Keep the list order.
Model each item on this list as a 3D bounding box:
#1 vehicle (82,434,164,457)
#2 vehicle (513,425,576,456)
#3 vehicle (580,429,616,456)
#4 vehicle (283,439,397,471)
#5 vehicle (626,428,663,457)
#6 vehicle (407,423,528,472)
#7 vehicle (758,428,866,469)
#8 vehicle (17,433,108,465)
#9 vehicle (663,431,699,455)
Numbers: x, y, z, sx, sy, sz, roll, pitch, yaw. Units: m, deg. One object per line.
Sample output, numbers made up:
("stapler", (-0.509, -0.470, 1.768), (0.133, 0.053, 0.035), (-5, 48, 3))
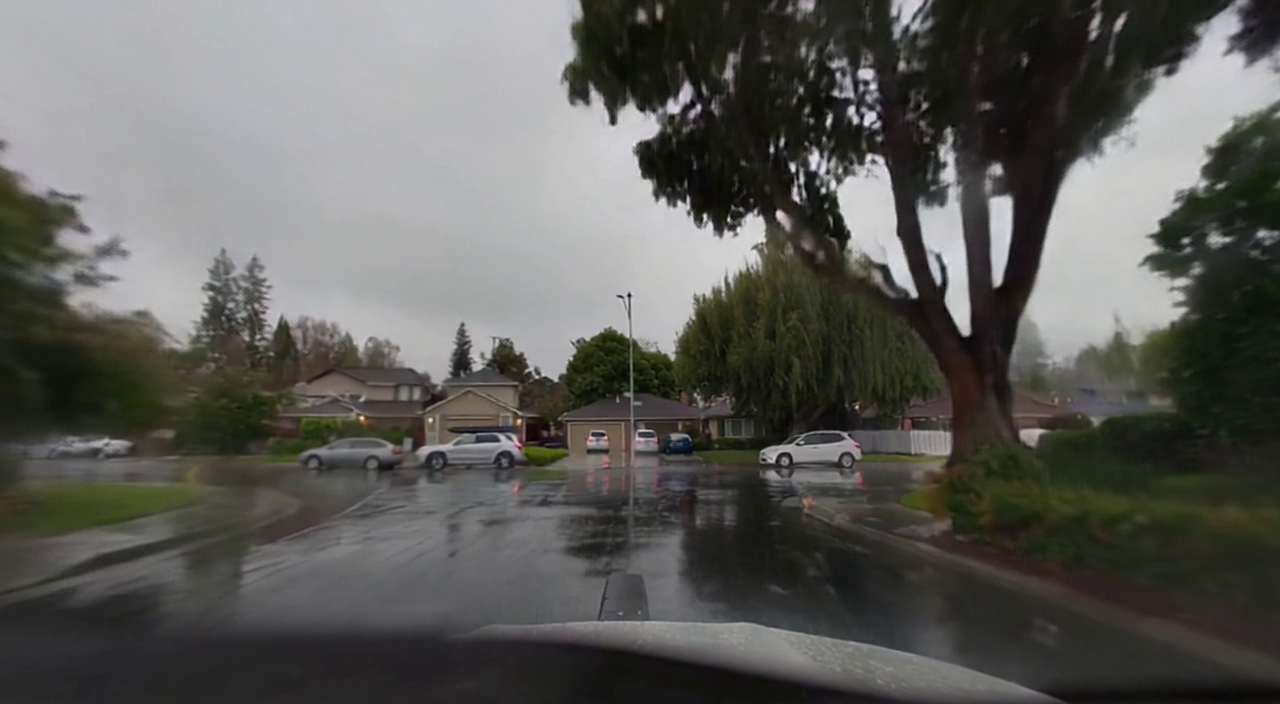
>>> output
("vehicle", (-35.743, 6.473, 43.828), (1.865, 1.499, 4.619), (0, -8, -1))
("vehicle", (-6.982, 6.438, 45.675), (2.307, 2.043, 5.475), (6, -10, -33))
("vehicle", (-3.218, 6.773, 47.301), (2.391, 1.894, 5.075), (1, -9, -7))
("vehicle", (-14.648, 5.045, 31.070), (4.650, 1.480, 1.782), (0, -9, -3))
("vehicle", (0.255, 6.452, 45.118), (2.278, 1.969, 5.533), (0, -8, -4))
("vehicle", (-8.498, 4.734, 31.590), (5.419, 2.292, 2.272), (0, -7, -4))
("vehicle", (8.725, 4.940, 32.352), (4.919, 1.969, 2.104), (1, -9, -1))
("vehicle", (-34.909, 5.831, 38.358), (1.803, 1.610, 4.271), (-5, -7, -4))
("vehicle", (2.952, 6.724, 46.464), (2.005, 1.699, 4.234), (1, -9, -5))
